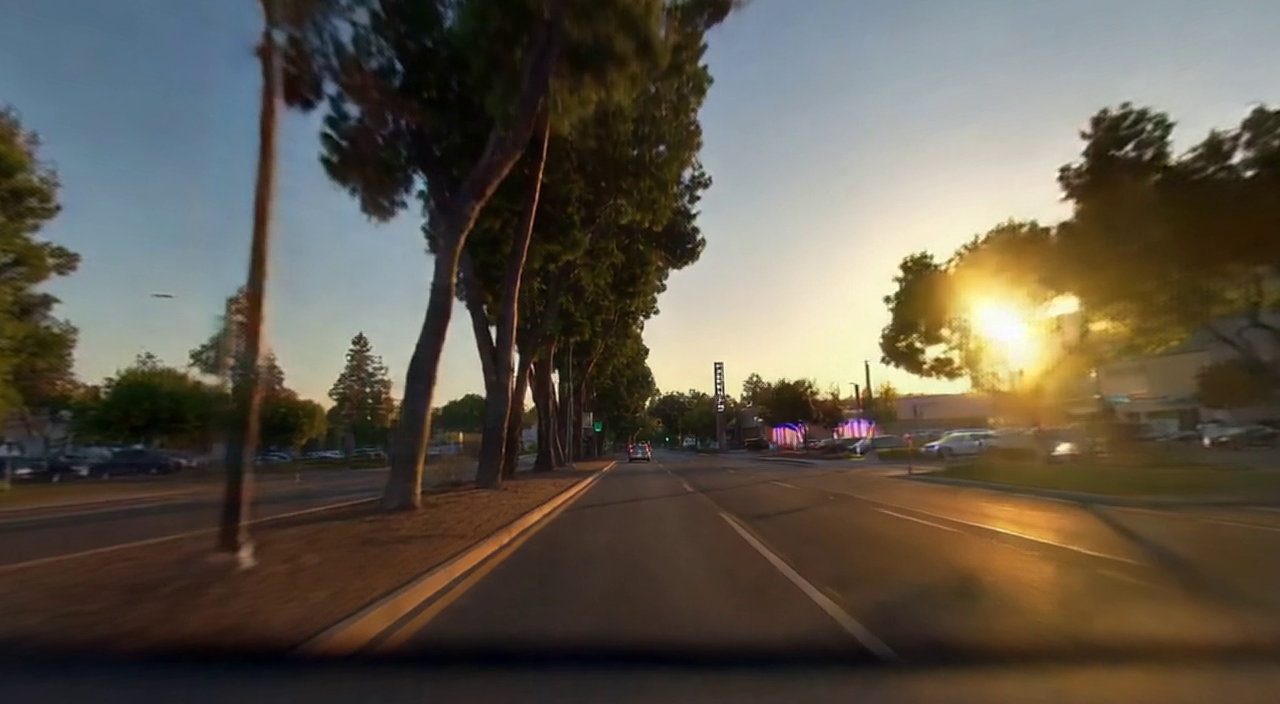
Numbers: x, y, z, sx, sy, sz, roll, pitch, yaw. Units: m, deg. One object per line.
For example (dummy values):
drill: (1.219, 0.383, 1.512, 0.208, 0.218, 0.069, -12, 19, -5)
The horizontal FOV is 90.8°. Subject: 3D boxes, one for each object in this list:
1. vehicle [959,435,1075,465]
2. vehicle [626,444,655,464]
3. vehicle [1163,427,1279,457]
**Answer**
vehicle: (19.940, 5.219, 33.671, 2.048, 1.462, 4.802, 5, -10, -32)
vehicle: (-0.008, 8.017, 49.736, 2.159, 1.461, 4.142, 0, -9, -1)
vehicle: (31.480, 4.889, 34.198, 1.927, 1.464, 4.368, 3, -9, -23)
